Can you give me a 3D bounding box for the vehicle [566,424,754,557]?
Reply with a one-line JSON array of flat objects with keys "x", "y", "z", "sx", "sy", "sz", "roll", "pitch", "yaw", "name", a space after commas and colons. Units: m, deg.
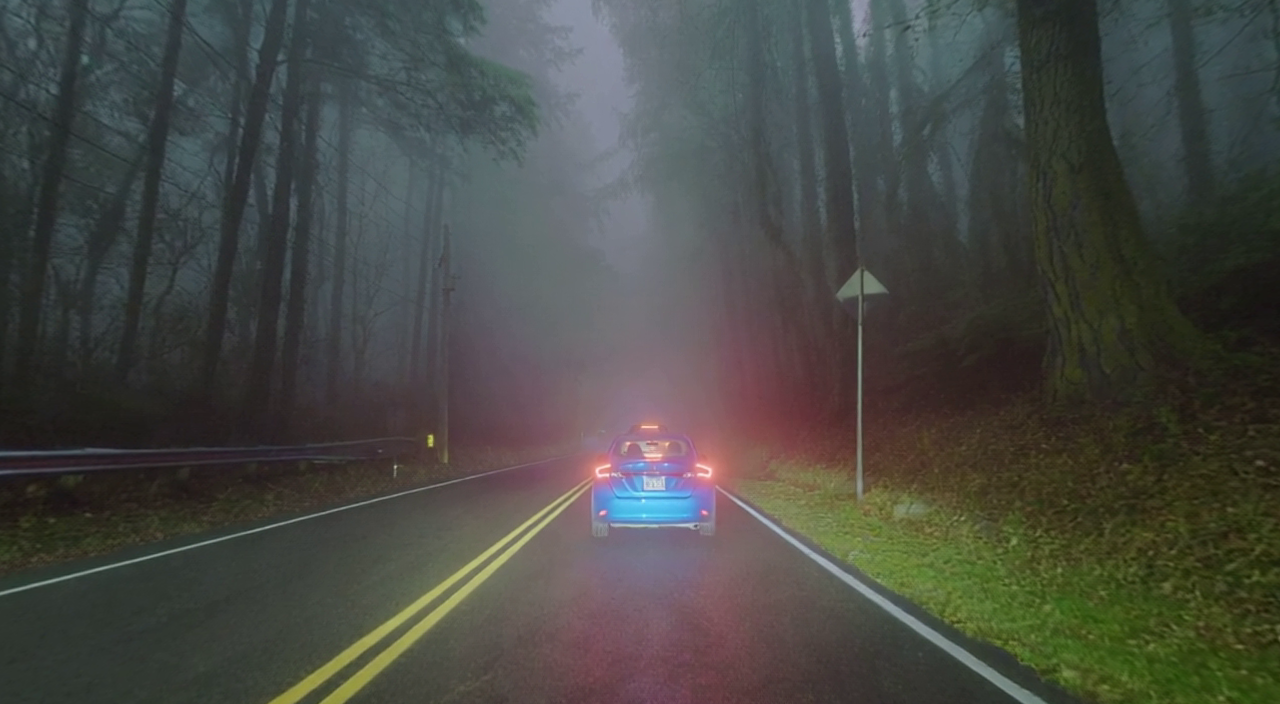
[{"x": 0.259, "y": 1.896, "z": 9.282, "sx": 2.187, "sy": 1.533, "sz": 3.726, "roll": 0, "pitch": -8, "yaw": 1, "name": "vehicle"}]
